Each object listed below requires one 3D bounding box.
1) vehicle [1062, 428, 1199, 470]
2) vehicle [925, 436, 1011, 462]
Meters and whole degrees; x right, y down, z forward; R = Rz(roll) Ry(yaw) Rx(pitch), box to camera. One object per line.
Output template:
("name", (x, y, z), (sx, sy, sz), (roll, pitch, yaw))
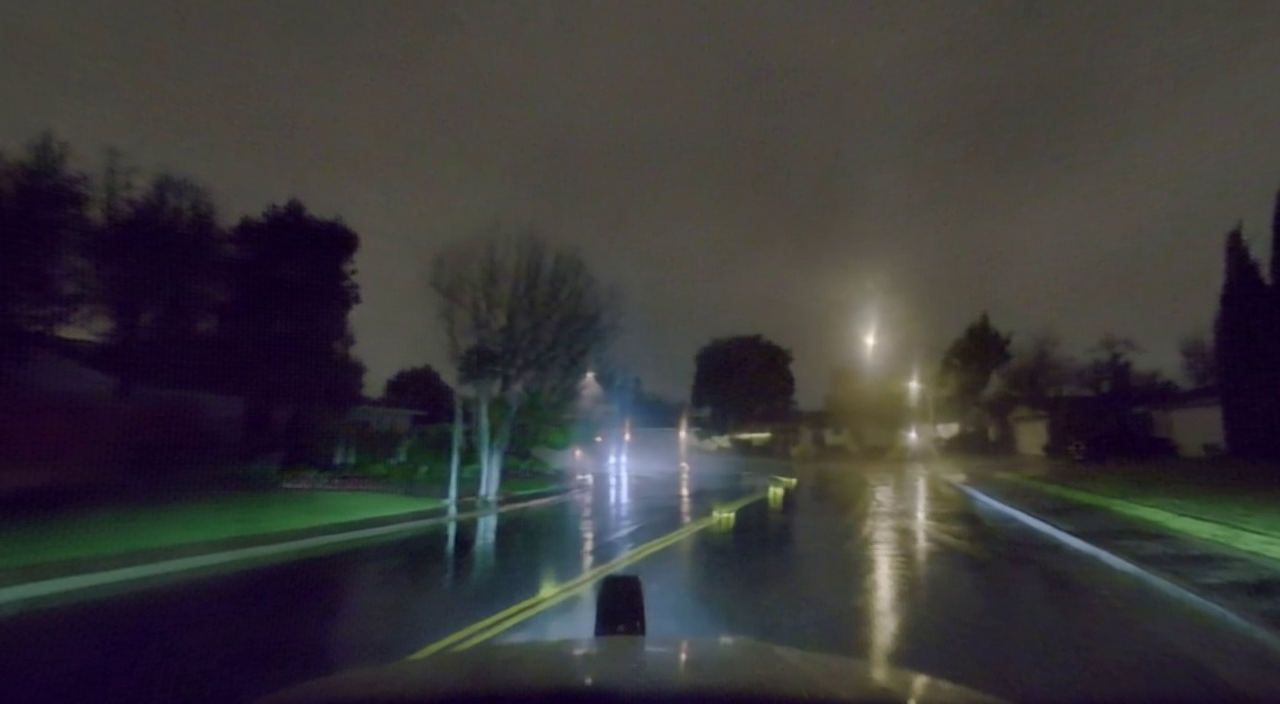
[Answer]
("vehicle", (22.045, 4.416, 28.606), (4.327, 1.573, 1.967), (-7, -11, 19))
("vehicle", (22.640, 6.689, 43.678), (4.799, 1.451, 2.144), (-1, -8, -11))
